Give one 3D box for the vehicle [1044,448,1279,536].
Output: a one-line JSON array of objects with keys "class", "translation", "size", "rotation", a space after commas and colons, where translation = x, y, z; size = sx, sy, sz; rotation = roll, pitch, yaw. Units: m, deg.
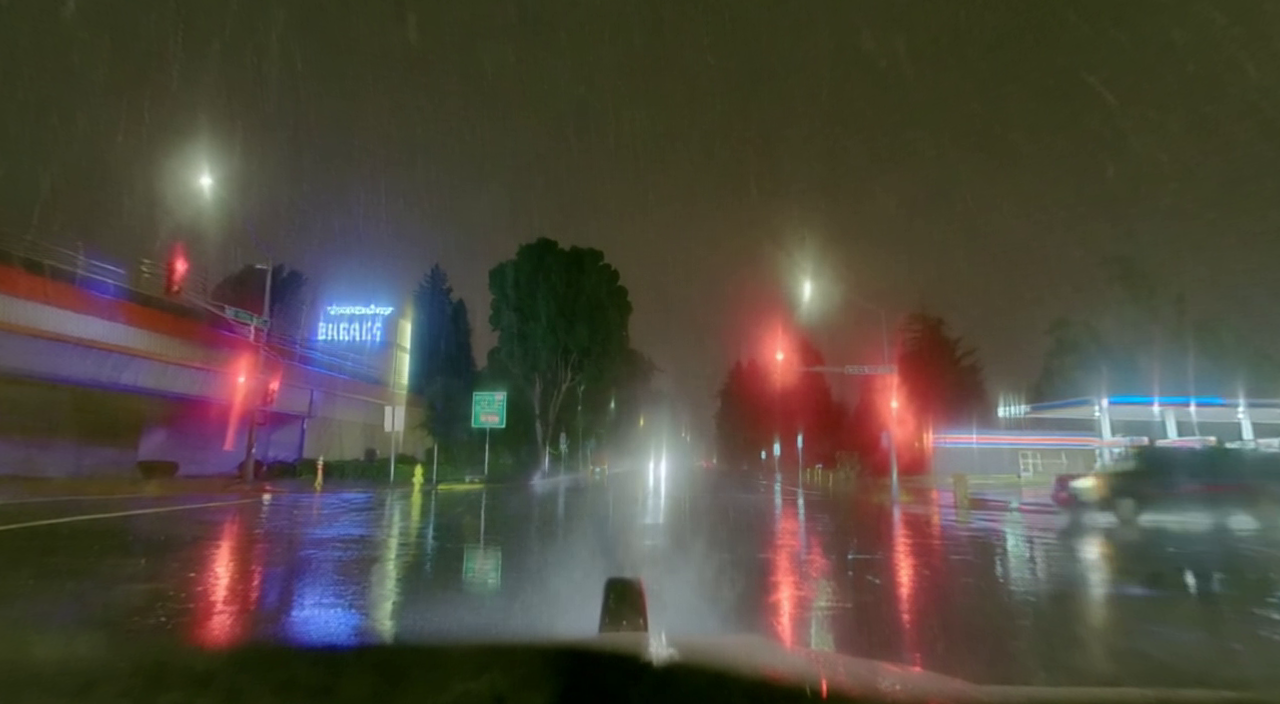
[{"class": "vehicle", "translation": [11.880, 3.007, 13.887], "size": [4.556, 1.743, 1.938], "rotation": [0, -8, 0]}]
